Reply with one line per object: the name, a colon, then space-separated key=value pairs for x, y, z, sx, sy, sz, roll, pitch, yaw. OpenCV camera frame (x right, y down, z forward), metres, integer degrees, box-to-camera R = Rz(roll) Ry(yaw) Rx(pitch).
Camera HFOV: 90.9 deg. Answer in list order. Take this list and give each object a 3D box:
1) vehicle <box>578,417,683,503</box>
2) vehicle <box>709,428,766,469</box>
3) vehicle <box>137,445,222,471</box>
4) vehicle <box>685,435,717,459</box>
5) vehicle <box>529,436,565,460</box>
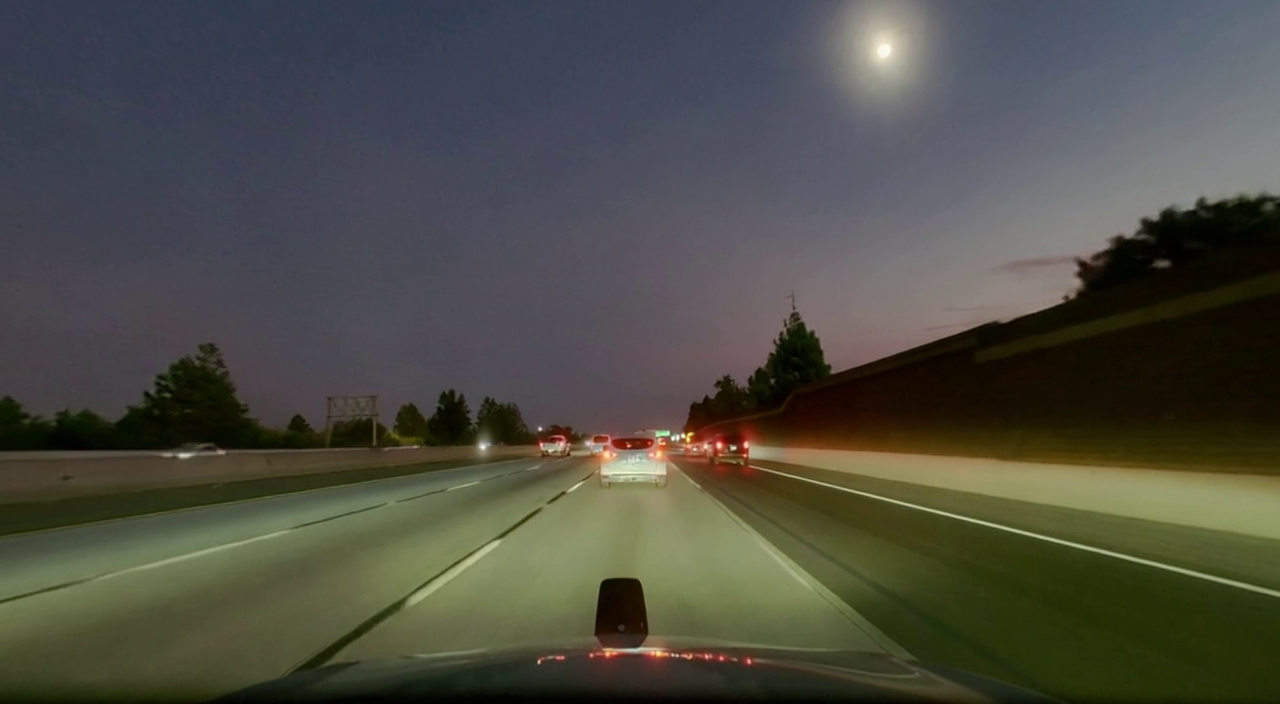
vehicle: x=-0.206 y=2.633 z=15.669 sx=2.233 sy=1.804 sz=4.273 roll=0 pitch=-9 yaw=0
vehicle: x=4.642 y=4.717 z=30.804 sx=2.017 sy=1.847 sz=4.299 roll=0 pitch=-9 yaw=-1
vehicle: x=-28.409 y=6.554 z=39.091 sx=1.811 sy=1.505 sz=4.441 roll=0 pitch=-9 yaw=1
vehicle: x=4.477 y=7.079 z=47.007 sx=2.001 sy=1.651 sz=3.916 roll=0 pitch=-9 yaw=0
vehicle: x=-6.989 y=7.272 z=47.674 sx=2.024 sy=1.706 sz=4.249 roll=0 pitch=-9 yaw=0
